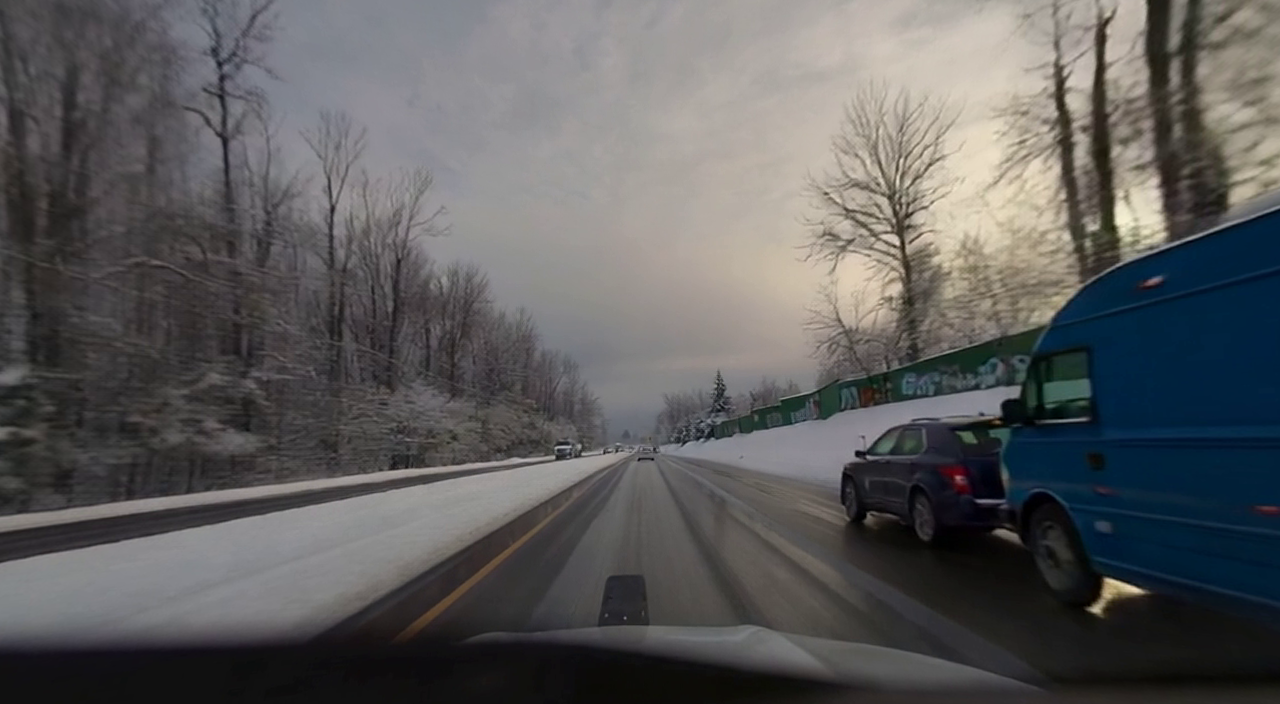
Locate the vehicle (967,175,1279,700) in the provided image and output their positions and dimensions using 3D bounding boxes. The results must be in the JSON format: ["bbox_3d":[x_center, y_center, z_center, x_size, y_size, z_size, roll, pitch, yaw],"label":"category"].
[{"bbox_3d":[4.643,0.342,2.613,2.712,2.659,6.992,0,-8,-1],"label":"vehicle"}]
